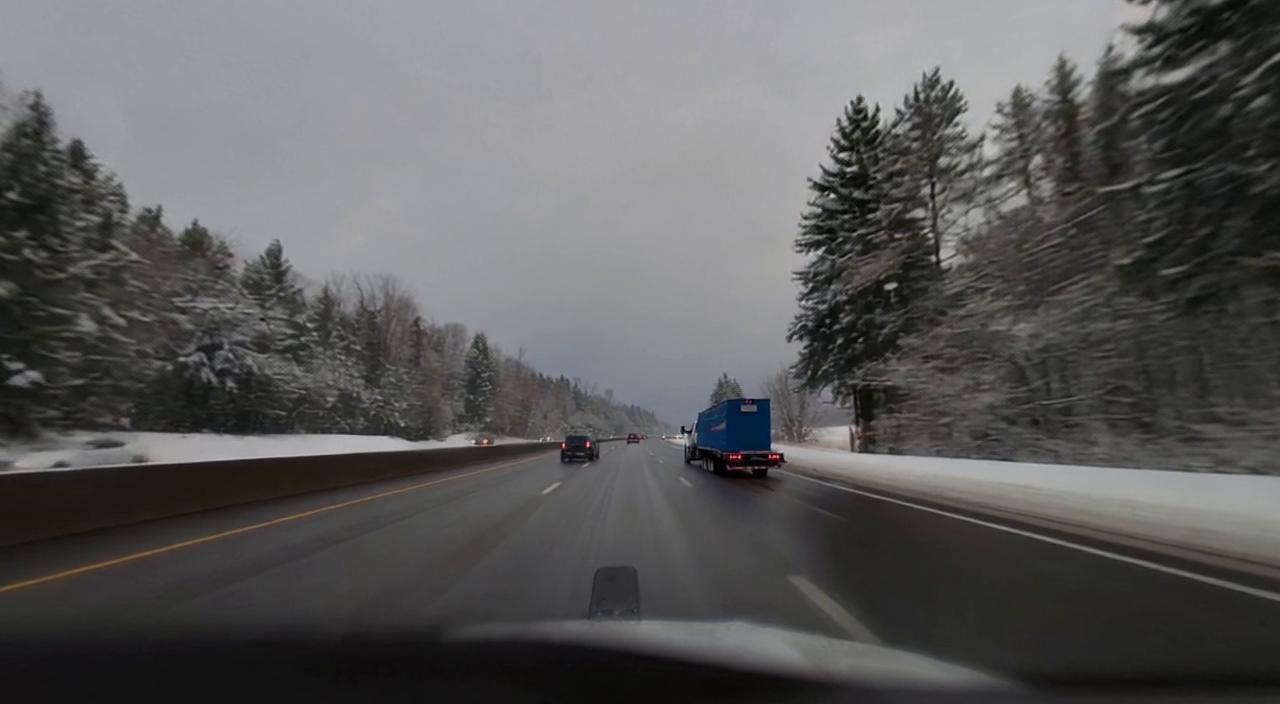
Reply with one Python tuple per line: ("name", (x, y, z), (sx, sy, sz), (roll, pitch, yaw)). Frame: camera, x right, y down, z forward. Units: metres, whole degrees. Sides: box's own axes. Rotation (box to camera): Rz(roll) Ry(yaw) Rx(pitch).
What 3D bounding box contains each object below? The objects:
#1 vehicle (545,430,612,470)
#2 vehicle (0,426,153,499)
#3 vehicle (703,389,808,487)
("vehicle", (-2.470, 4.075, 26.483), (2.195, 1.529, 4.572), (0, -8, 2))
("vehicle", (-14.717, 2.654, 15.663), (1.880, 1.549, 4.172), (0, -8, 0))
("vehicle", (3.254, 2.527, 18.705), (2.256, 2.568, 4.049), (0, -8, -1))
